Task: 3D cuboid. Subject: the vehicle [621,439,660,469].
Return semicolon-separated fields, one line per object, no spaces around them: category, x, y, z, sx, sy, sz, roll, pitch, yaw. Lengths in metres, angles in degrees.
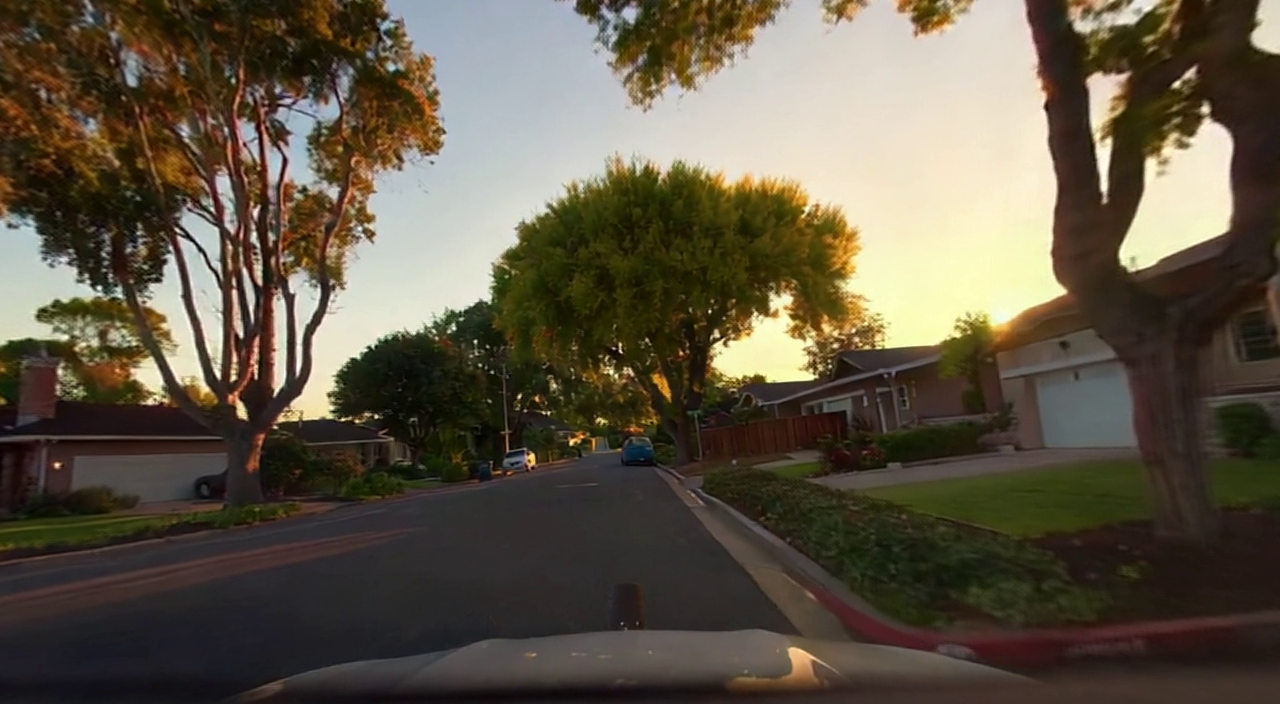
vehicle;-0.045;5.841;36.209;2.005;1.553;3.984;0;-9;-3

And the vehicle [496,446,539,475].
vehicle;-8.810;7.838;45.905;2.208;1.834;4.675;-4;-8;-2

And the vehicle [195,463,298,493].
vehicle;-21.639;6.941;34.860;4.404;1.495;1.844;0;-9;0
